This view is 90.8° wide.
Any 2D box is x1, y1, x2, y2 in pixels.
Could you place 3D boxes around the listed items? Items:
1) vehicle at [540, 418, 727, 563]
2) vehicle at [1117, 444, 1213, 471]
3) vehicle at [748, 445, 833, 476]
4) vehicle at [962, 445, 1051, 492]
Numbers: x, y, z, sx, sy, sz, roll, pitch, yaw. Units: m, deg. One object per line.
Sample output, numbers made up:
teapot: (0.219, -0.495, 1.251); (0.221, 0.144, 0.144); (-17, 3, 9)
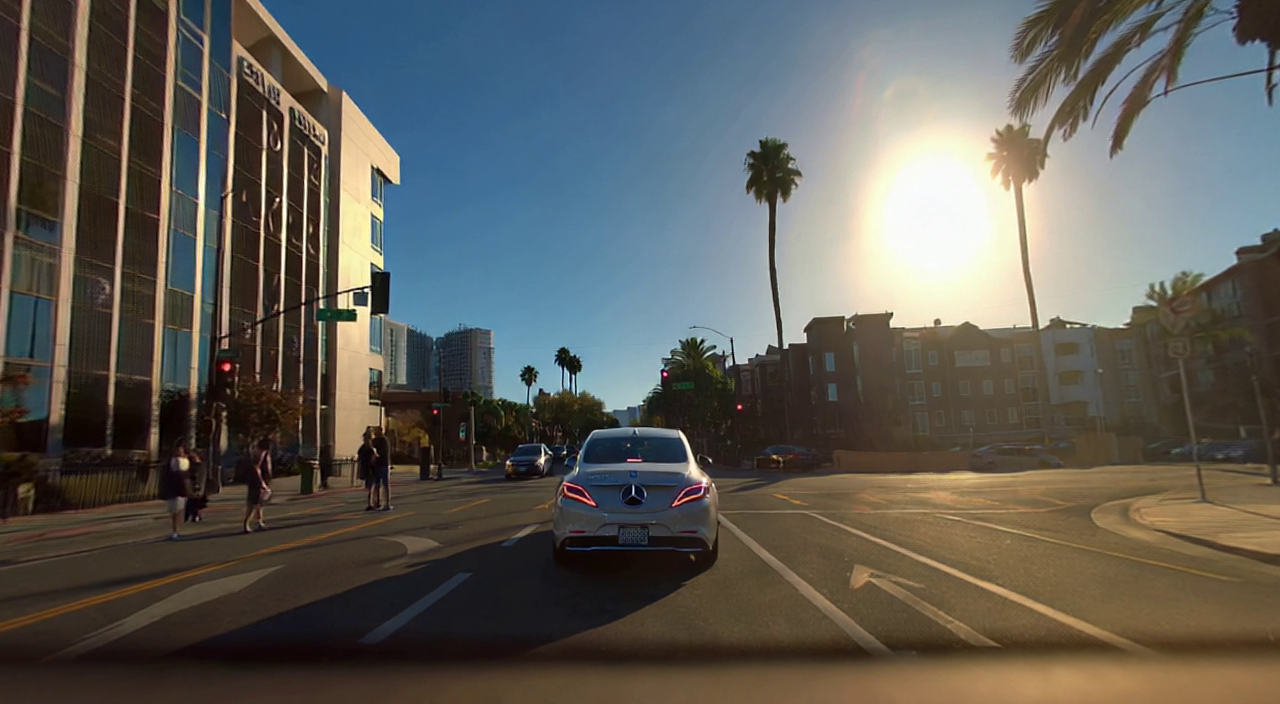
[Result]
vehicle: (-0.077, 1.876, 9.230); (2.144, 1.643, 3.770); (0, -8, 0)
vehicle: (32.167, 6.466, 38.770); (4.234, 1.613, 1.812); (0, -8, -1)
vehicle: (8.945, 6.457, 37.750); (4.494, 1.704, 1.976); (-5, -10, 30)
vehicle: (14.060, 4.382, 24.126); (2.004, 1.593, 4.118); (-8, -11, 41)
